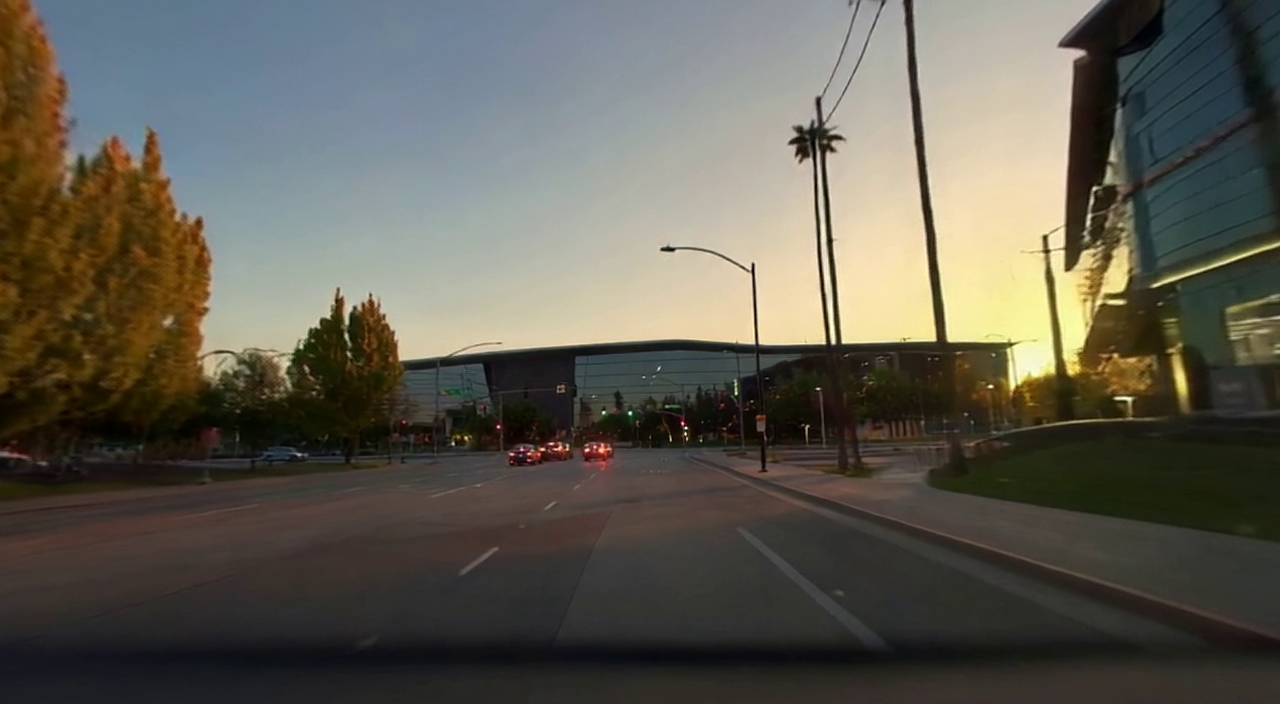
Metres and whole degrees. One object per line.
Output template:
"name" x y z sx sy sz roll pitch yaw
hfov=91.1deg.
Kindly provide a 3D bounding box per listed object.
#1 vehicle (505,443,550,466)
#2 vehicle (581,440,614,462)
"vehicle" -7.515 6.903 42.445 2.030 1.440 4.464 0 -8 2
"vehicle" -3.192 7.513 47.807 2.043 1.636 4.320 0 -8 2
